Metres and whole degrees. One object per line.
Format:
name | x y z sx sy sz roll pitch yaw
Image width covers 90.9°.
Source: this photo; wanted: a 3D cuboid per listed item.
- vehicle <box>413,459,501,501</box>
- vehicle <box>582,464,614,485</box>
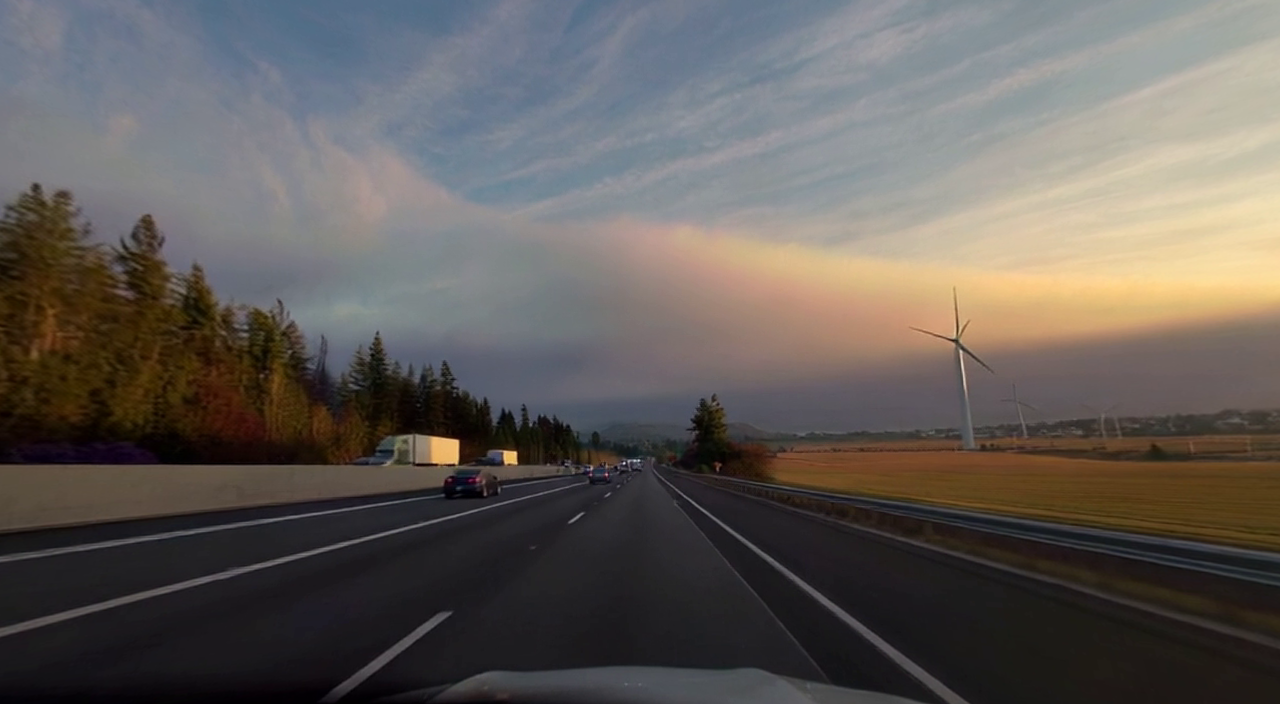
vehicle | -7.109 5.029 25.014 1.956 1.451 4.674 1 -10 1
vehicle | -3.153 9.384 48.503 2.039 1.505 4.843 1 -10 1
